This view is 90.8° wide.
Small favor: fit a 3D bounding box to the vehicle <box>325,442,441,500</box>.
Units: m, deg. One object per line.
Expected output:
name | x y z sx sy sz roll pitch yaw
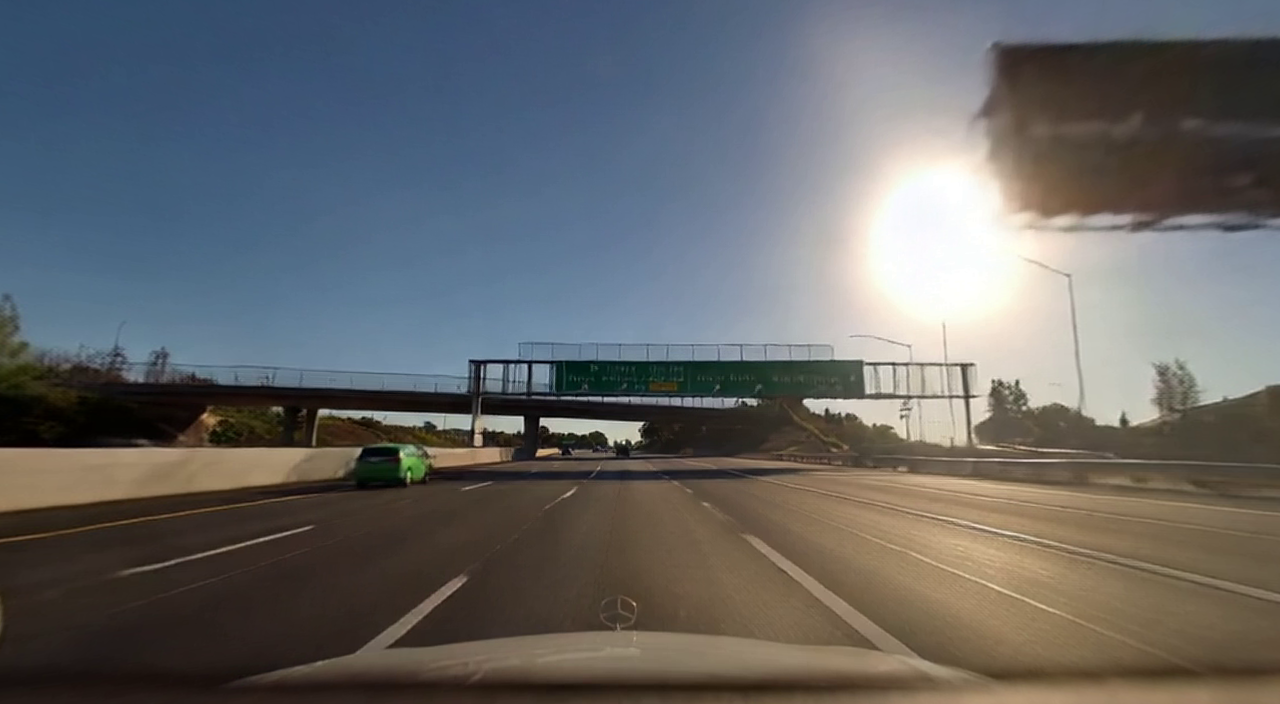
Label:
vehicle | -7.819 3.631 19.729 1.924 1.601 4.115 0 -9 -1
